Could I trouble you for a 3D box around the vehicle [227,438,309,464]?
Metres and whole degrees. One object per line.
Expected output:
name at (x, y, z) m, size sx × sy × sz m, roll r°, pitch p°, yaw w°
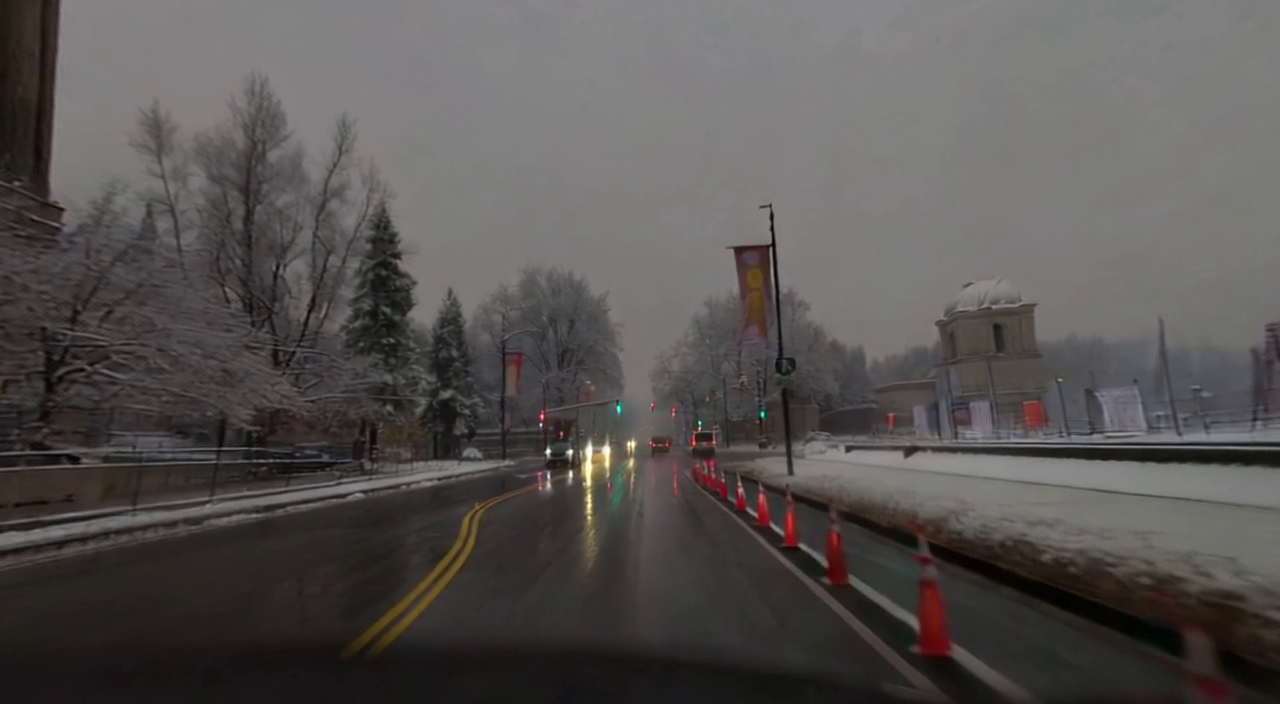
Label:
vehicle at (-25.991, 6.940, 44.127) m, size 4.445 × 1.753 × 2.044 m, roll 0°, pitch -8°, yaw 0°
